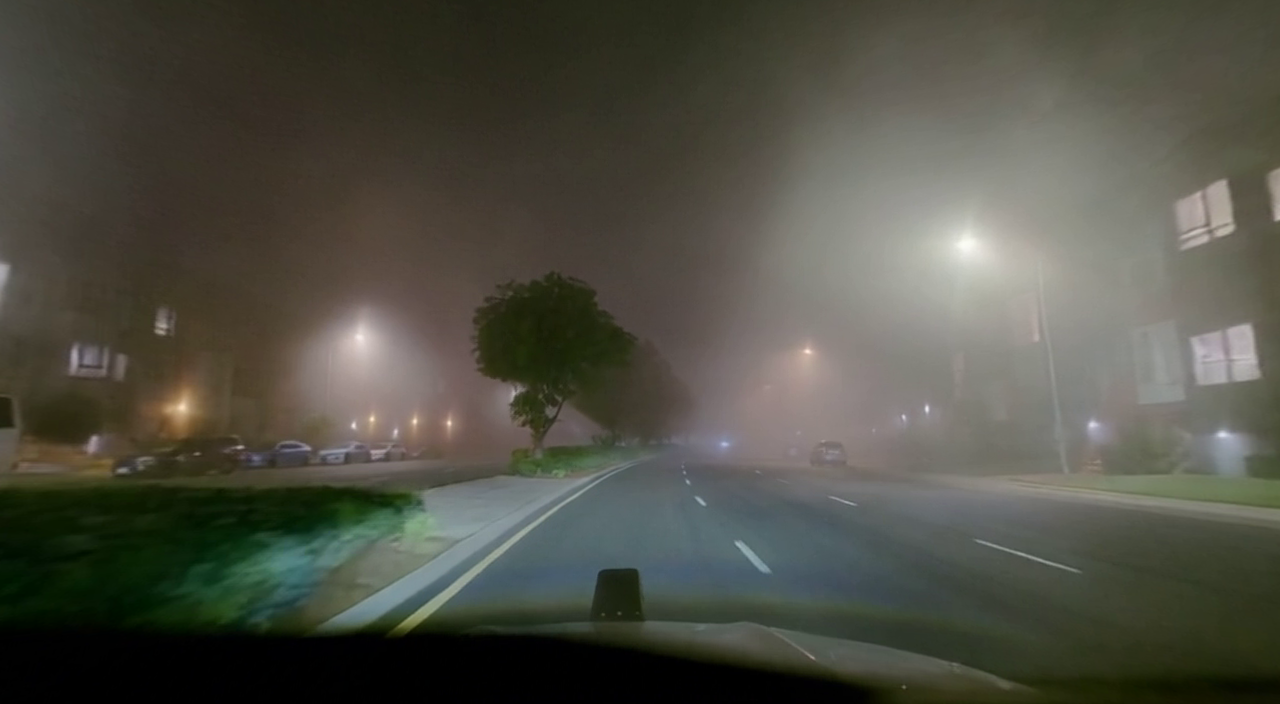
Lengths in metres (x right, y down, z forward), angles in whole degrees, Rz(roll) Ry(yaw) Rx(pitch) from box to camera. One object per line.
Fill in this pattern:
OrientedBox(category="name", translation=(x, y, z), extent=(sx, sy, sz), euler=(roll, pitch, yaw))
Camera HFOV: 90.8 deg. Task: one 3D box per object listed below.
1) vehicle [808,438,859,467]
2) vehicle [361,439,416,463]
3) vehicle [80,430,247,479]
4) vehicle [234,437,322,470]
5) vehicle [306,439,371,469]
OrientedBox(category="vehicle", translation=(11.767, 6.128, 38.694), extent=(1.992, 1.615, 4.460), euler=(0, -8, 4))
OrientedBox(category="vehicle", translation=(-17.519, 6.972, 44.247), extent=(1.795, 1.445, 4.629), euler=(-3, -10, 2))
OrientedBox(category="vehicle", translation=(-18.651, 4.057, 25.211), extent=(2.076, 1.703, 5.595), euler=(0, -8, 3))
OrientedBox(category="vehicle", translation=(-18.336, 5.183, 32.242), extent=(1.854, 1.490, 4.331), euler=(-2, -9, 1))
OrientedBox(category="vehicle", translation=(-18.044, 6.085, 38.014), extent=(1.686, 1.671, 4.477), euler=(-1, -8, 0))
